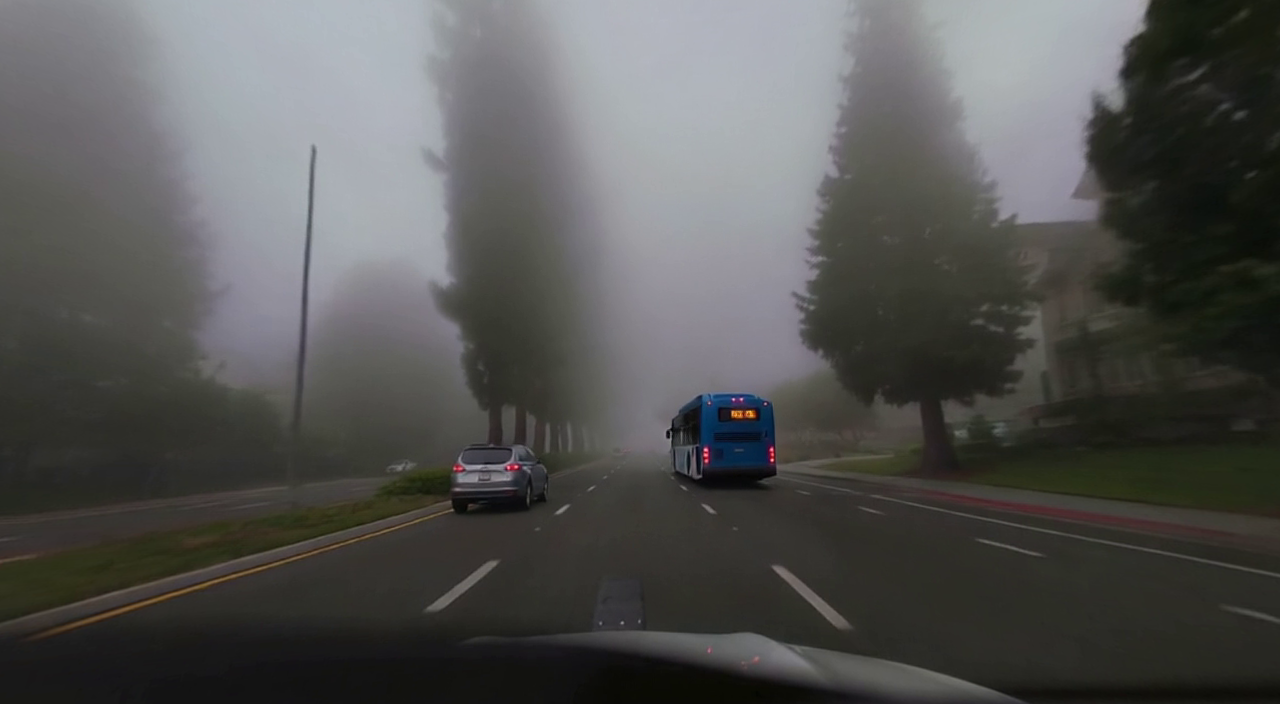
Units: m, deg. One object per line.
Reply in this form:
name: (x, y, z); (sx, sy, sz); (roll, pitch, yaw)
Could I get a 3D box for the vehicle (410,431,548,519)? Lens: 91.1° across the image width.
vehicle: (-3.631, 2.854, 15.116); (2.111, 1.767, 4.333); (-1, -9, 1)

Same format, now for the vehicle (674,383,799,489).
vehicle: (3.374, 3.584, 26.143); (3.072, 3.278, 12.747); (0, -9, 0)
